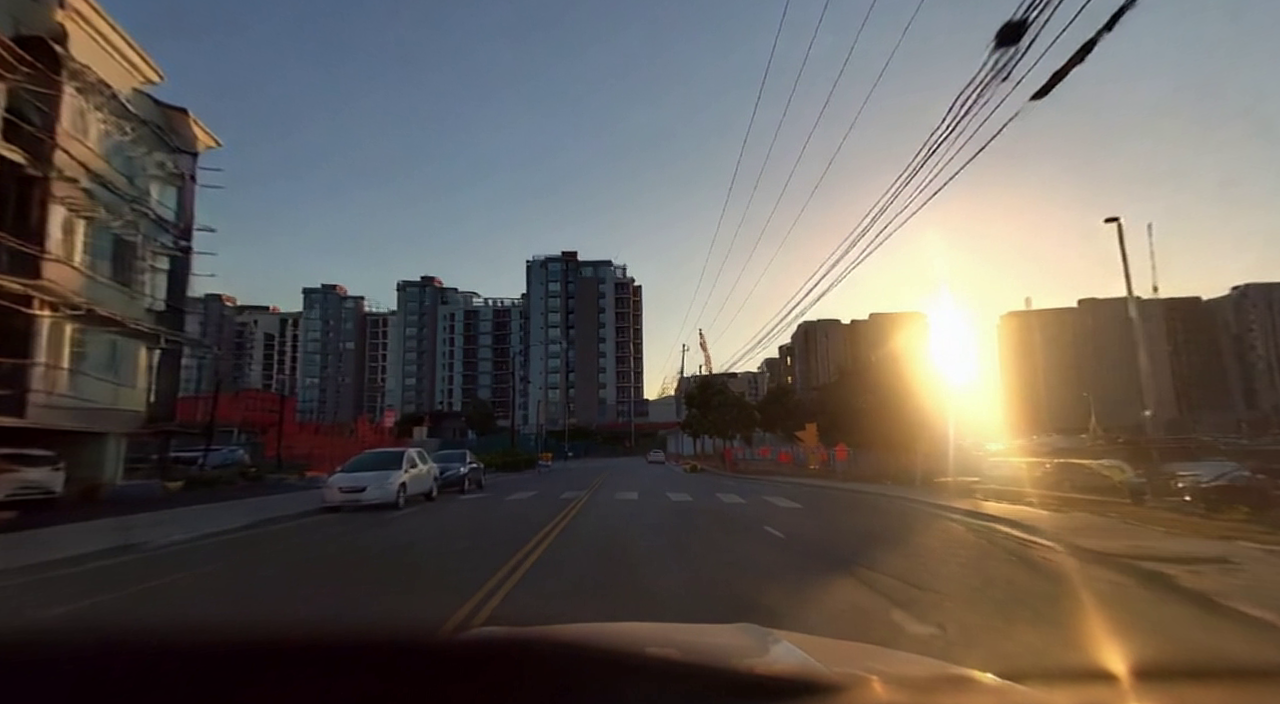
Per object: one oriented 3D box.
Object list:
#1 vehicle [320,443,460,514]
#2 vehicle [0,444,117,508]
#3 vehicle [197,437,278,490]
[{"bbox_3d":[-6.572,3.347,17.235,1.998,1.633,4.673,0,-9,-1],"label":"vehicle"},{"bbox_3d":[-15.421,2.924,14.938,4.041,1.426,2.120,5,-11,-23],"label":"vehicle"},{"bbox_3d":[-13.817,3.820,21.894,1.998,1.576,5.203,5,-10,-29],"label":"vehicle"}]
